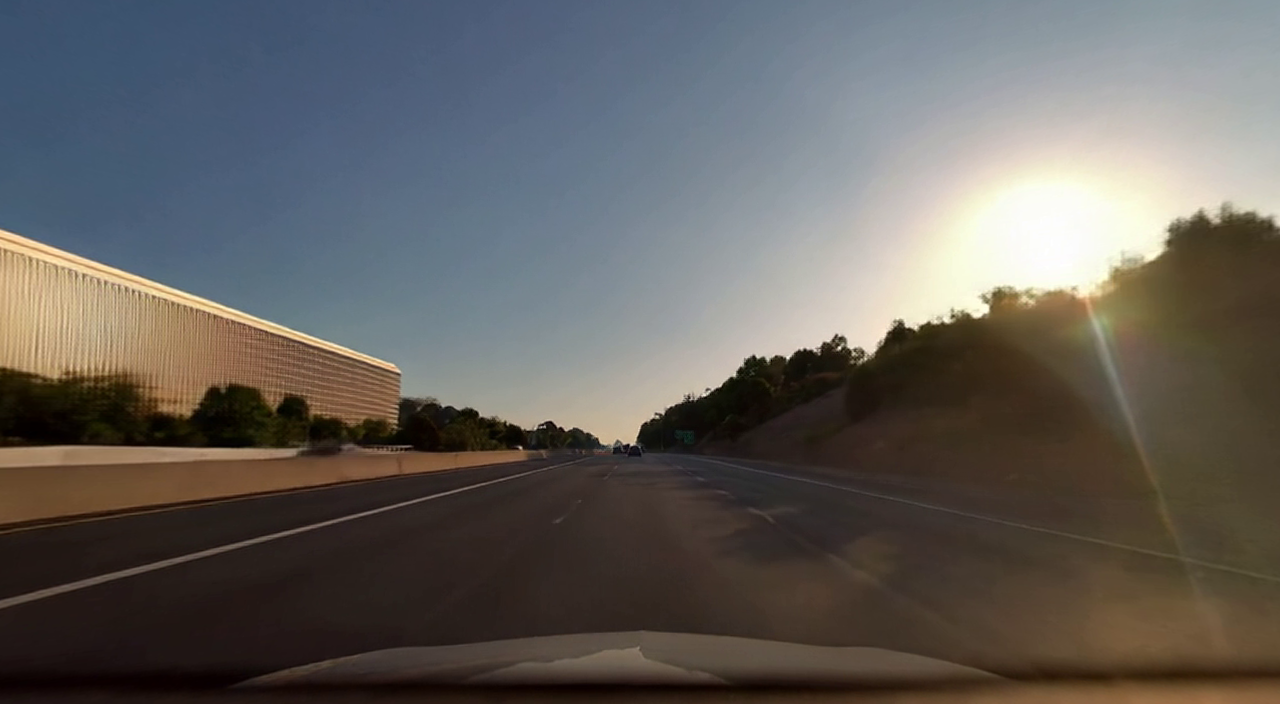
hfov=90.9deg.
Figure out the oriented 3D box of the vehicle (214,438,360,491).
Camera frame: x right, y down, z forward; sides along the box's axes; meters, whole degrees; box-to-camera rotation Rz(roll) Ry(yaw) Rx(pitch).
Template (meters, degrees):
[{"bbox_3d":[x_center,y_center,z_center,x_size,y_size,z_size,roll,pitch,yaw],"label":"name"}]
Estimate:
[{"bbox_3d":[-11.344,3.637,20.744,2.046,1.505,4.745,0,-9,0],"label":"vehicle"}]
